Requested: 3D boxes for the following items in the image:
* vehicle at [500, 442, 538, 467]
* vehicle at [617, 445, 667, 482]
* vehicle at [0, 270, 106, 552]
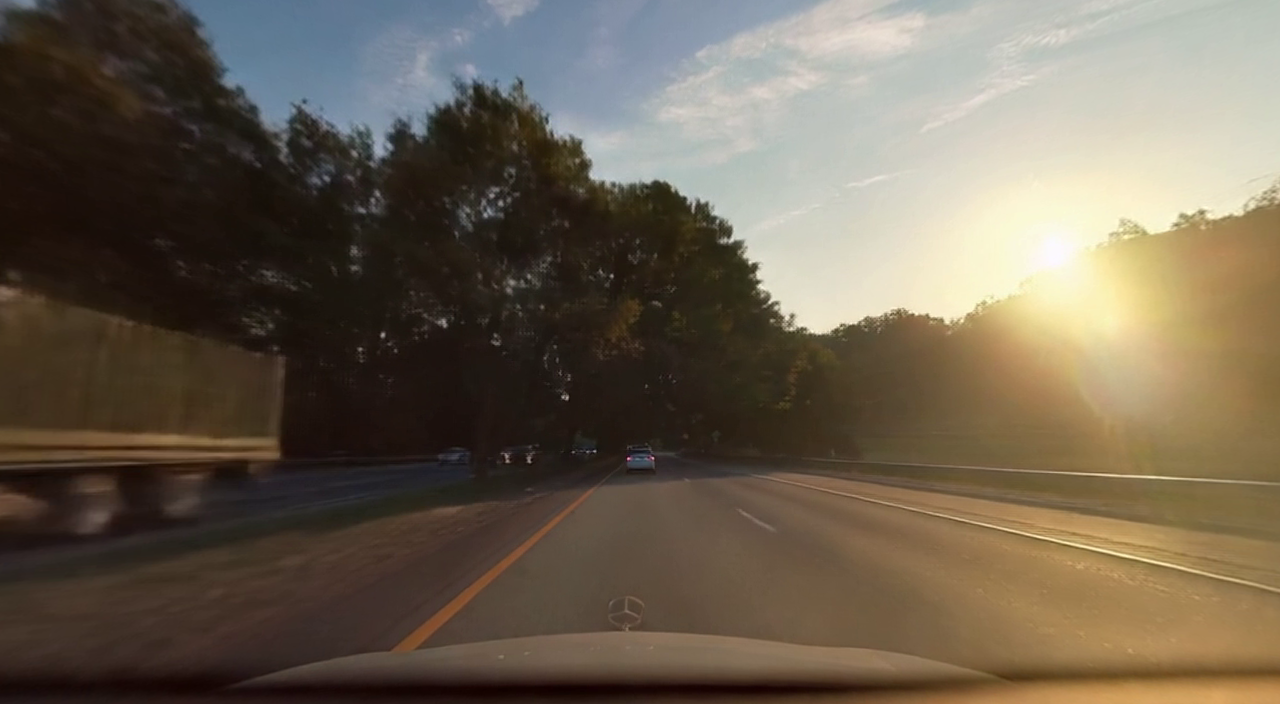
[{"bbox_3d":[-9.137,7.757,47.925,2.002,1.777,4.357,0,-9,0],"label":"vehicle"},{"bbox_3d":[0.044,5.013,28.587,2.114,1.523,4.012,0,-9,-1],"label":"vehicle"},{"bbox_3d":[-8.877,0.351,5.164,2.612,3.281,7.073,0,-9,0],"label":"vehicle"}]
